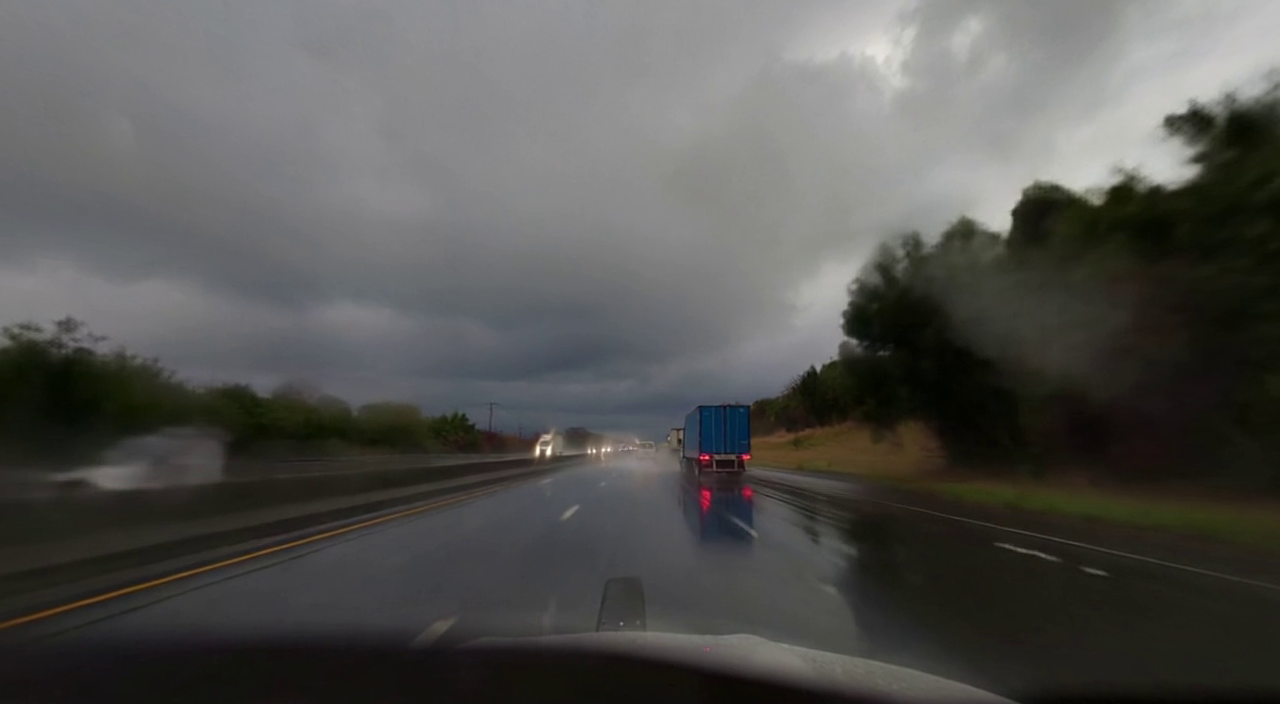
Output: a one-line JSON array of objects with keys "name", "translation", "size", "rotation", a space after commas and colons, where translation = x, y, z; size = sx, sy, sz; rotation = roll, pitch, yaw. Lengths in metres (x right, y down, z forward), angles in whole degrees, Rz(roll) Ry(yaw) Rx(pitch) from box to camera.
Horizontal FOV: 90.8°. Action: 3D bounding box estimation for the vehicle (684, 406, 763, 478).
[{"name": "vehicle", "translation": [4.319, 4.980, 34.678], "size": [2.960, 3.381, 8.914], "rotation": [0, -9, -1]}]
